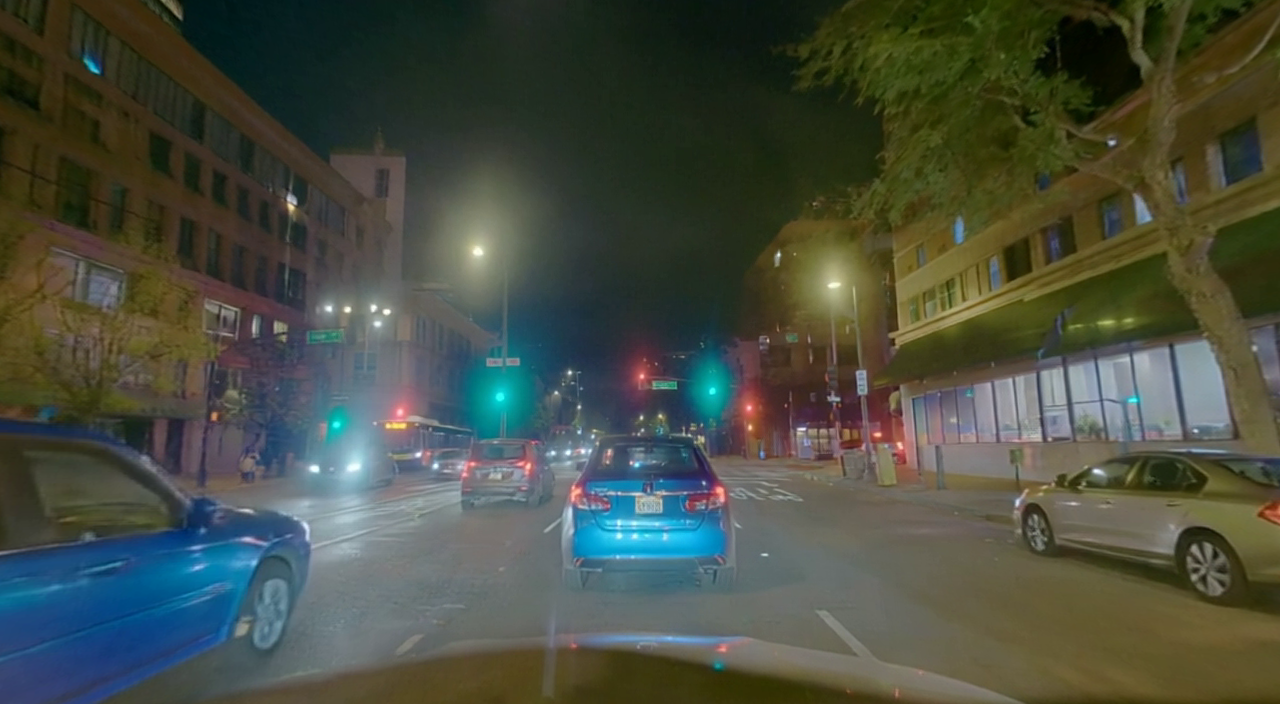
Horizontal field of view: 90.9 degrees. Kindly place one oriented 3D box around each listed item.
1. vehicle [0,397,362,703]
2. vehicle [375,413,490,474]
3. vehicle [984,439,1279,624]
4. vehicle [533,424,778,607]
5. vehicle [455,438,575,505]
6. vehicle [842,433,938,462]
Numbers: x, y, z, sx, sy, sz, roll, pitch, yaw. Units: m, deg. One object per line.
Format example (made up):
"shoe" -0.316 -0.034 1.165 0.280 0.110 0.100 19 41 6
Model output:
"vehicle" -3.090 0.966 2.468 1.970 1.492 4.534 0 -9 -1
"vehicle" -13.007 6.034 41.396 3.071 3.337 13.201 0 -9 0
"vehicle" 6.000 1.708 6.906 1.873 1.453 4.579 0 -9 0
"vehicle" 0.106 1.623 7.061 2.022 1.481 3.564 0 -9 -1
"vehicle" -3.010 2.982 16.175 2.131 1.486 4.089 0 -9 2
"vehicle" 16.395 6.266 41.511 5.345 1.811 2.175 0 -9 -1
